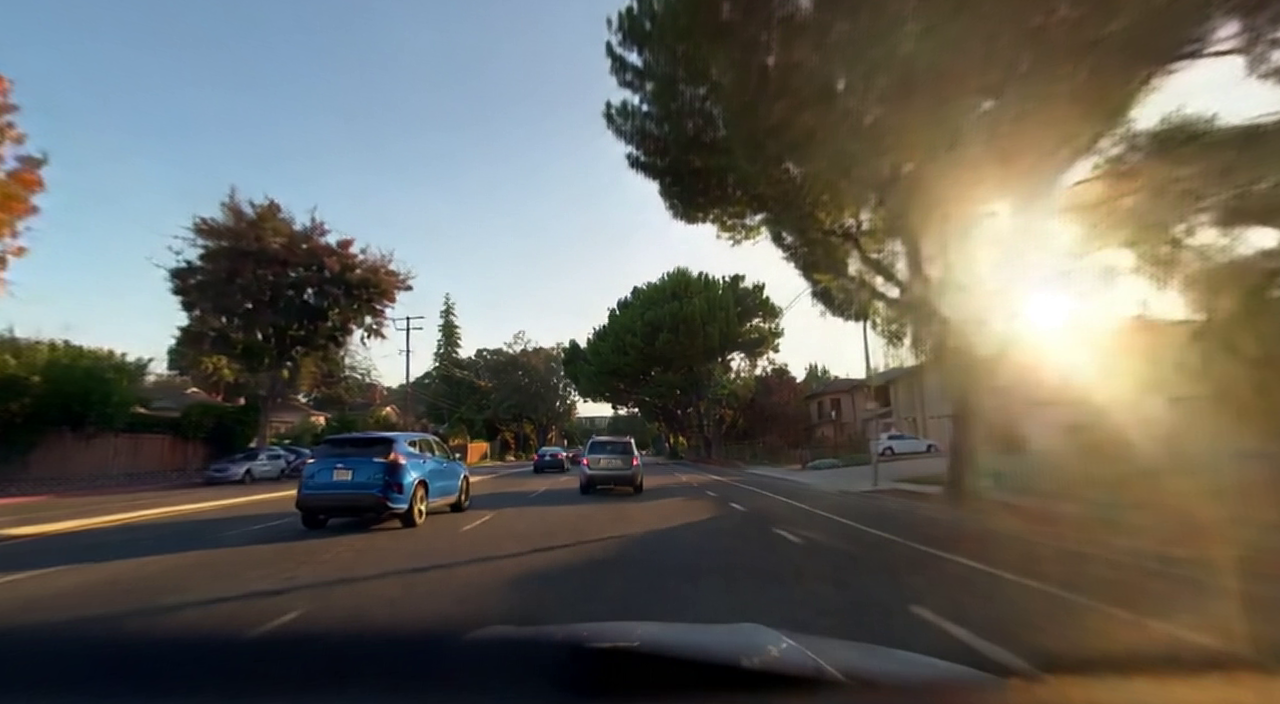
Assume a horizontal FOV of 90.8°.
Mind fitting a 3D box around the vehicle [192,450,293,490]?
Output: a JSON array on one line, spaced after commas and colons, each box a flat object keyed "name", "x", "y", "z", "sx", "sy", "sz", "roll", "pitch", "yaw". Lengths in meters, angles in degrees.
[{"name": "vehicle", "x": -19.384, "y": 5.738, "z": 31.120, "sx": 1.971, "sy": 1.759, "sz": 4.631, "roll": 0, "pitch": -9, "yaw": -1}]

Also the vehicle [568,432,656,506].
[{"name": "vehicle", "x": -0.714, "y": 3.161, "z": 17.467, "sx": 2.131, "sy": 1.761, "sz": 4.242, "roll": 0, "pitch": -9, "yaw": -1}]

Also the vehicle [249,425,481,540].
[{"name": "vehicle", "x": -4.751, "y": 2.322, "z": 11.917, "sx": 2.243, "sy": 1.722, "sz": 4.621, "roll": 0, "pitch": -9, "yaw": 0}]

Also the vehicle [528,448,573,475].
[{"name": "vehicle", "x": -5.321, "y": 6.551, "z": 38.067, "sx": 2.014, "sy": 1.493, "sz": 4.658, "roll": 0, "pitch": -9, "yaw": 0}]
